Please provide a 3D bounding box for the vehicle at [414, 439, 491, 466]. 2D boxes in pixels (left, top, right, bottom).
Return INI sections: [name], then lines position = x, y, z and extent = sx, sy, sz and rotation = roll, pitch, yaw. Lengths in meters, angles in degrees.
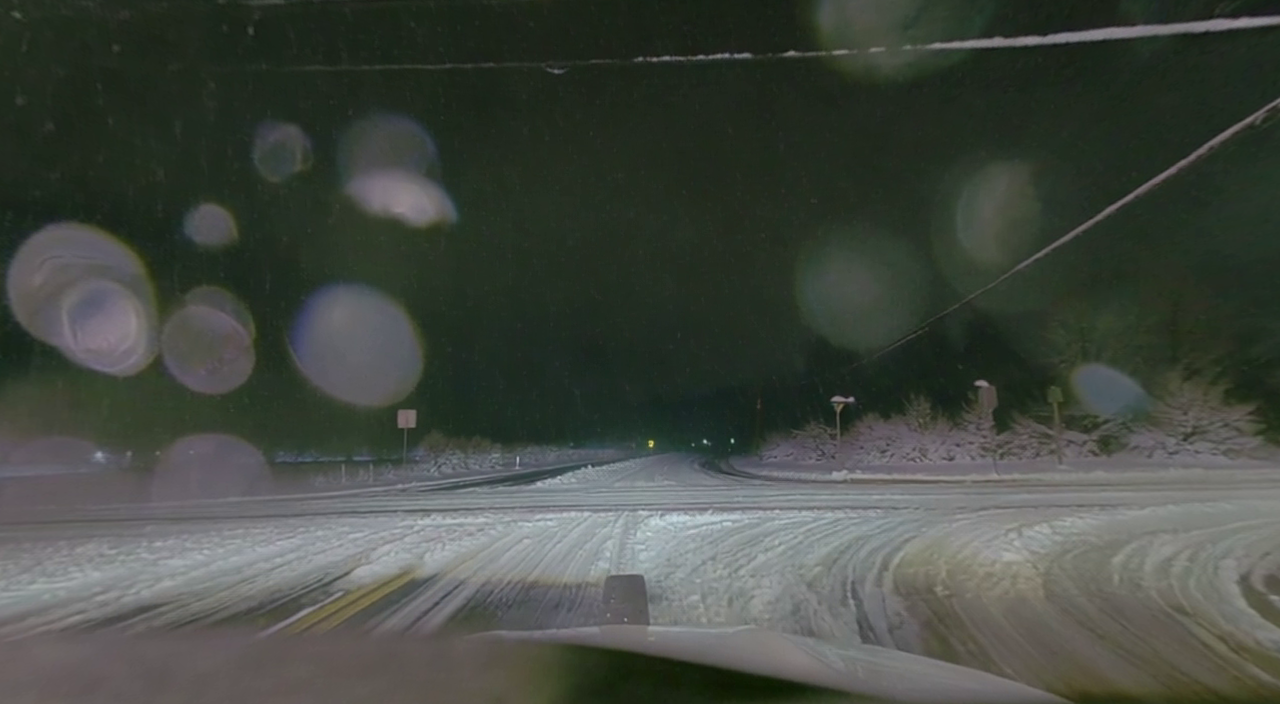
[vehicle]
position = -12.668, 6.810, 42.766
extent = 4.590, 1.735, 1.973
rotation = -1, -8, 3
